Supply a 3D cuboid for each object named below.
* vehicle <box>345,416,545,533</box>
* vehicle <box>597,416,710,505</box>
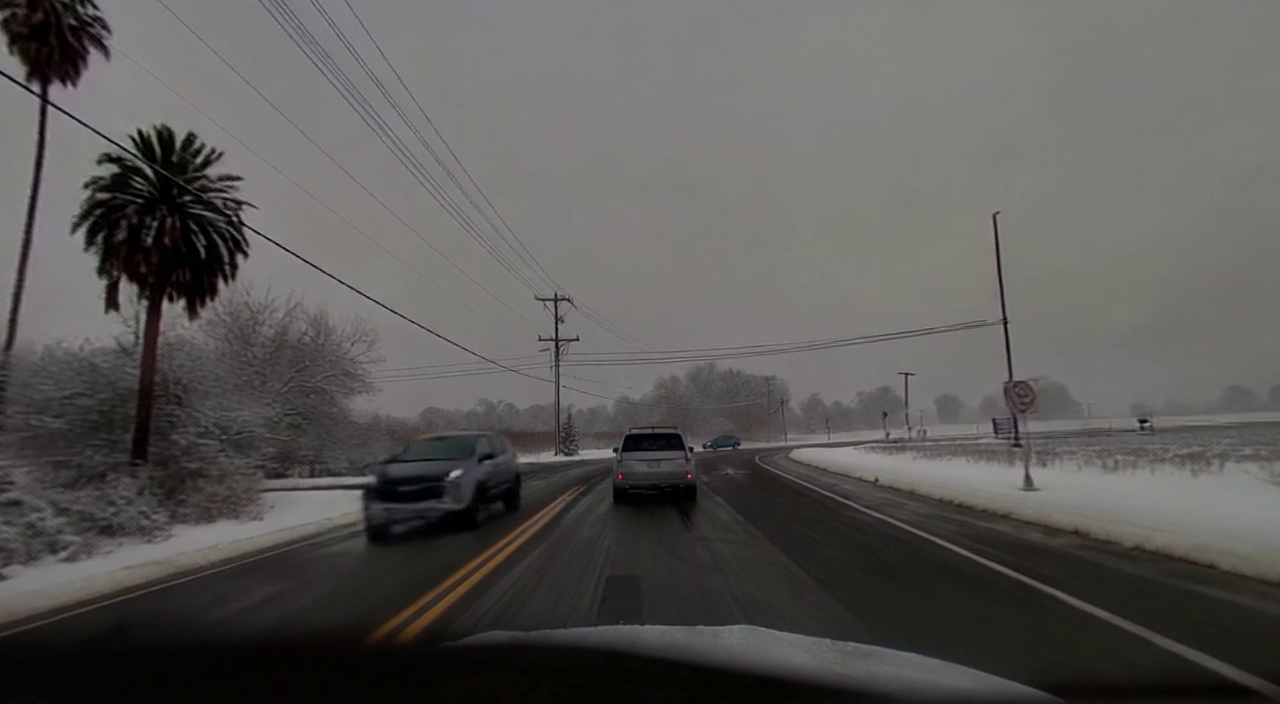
[{"bbox_3d":[-3.626,2.418,13.234,2.237,1.878,5.739,0,-8,1],"label":"vehicle"},{"bbox_3d":[0.280,2.608,15.567,2.364,1.859,4.538,0,-8,0],"label":"vehicle"}]
